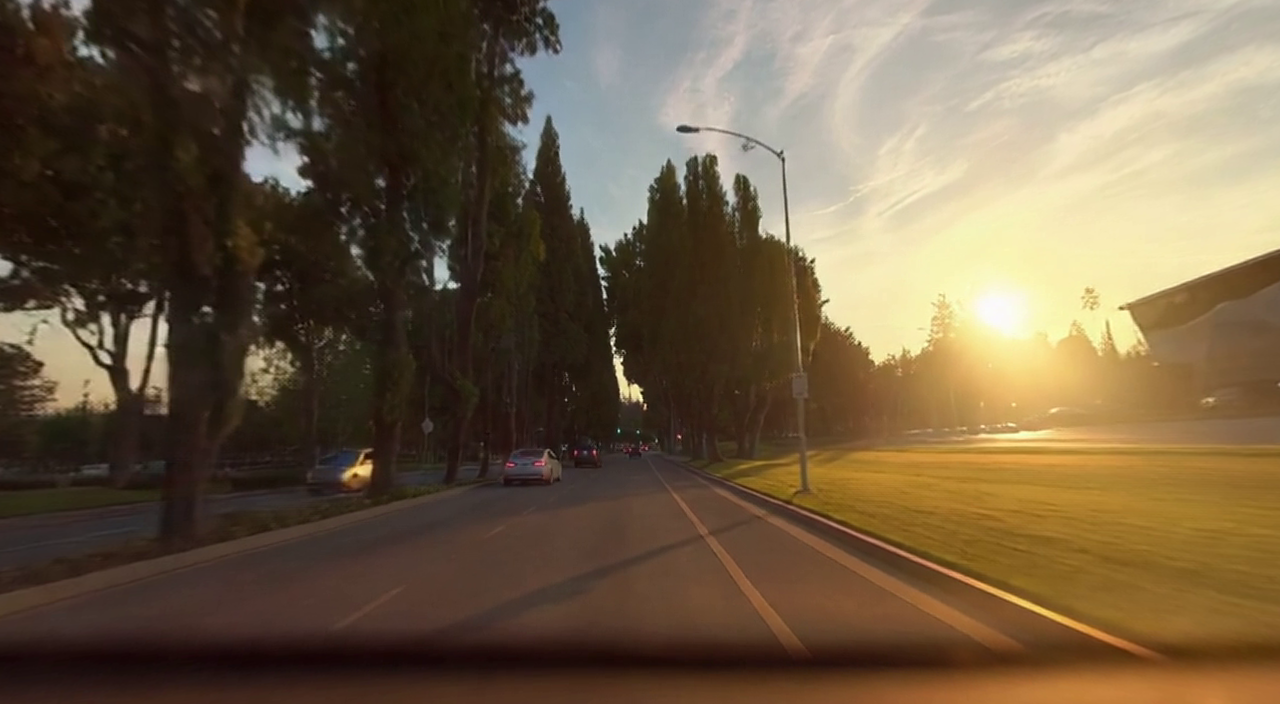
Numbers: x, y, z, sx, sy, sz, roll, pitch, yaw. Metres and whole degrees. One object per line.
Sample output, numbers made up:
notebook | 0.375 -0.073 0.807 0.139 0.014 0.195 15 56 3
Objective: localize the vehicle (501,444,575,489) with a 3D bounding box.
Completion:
vehicle | -3.597 4.105 22.992 1.932 1.431 4.144 0 -9 1

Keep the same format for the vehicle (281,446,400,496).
vehicle | -11.738 4.662 25.314 2.109 1.729 5.492 0 -9 0
